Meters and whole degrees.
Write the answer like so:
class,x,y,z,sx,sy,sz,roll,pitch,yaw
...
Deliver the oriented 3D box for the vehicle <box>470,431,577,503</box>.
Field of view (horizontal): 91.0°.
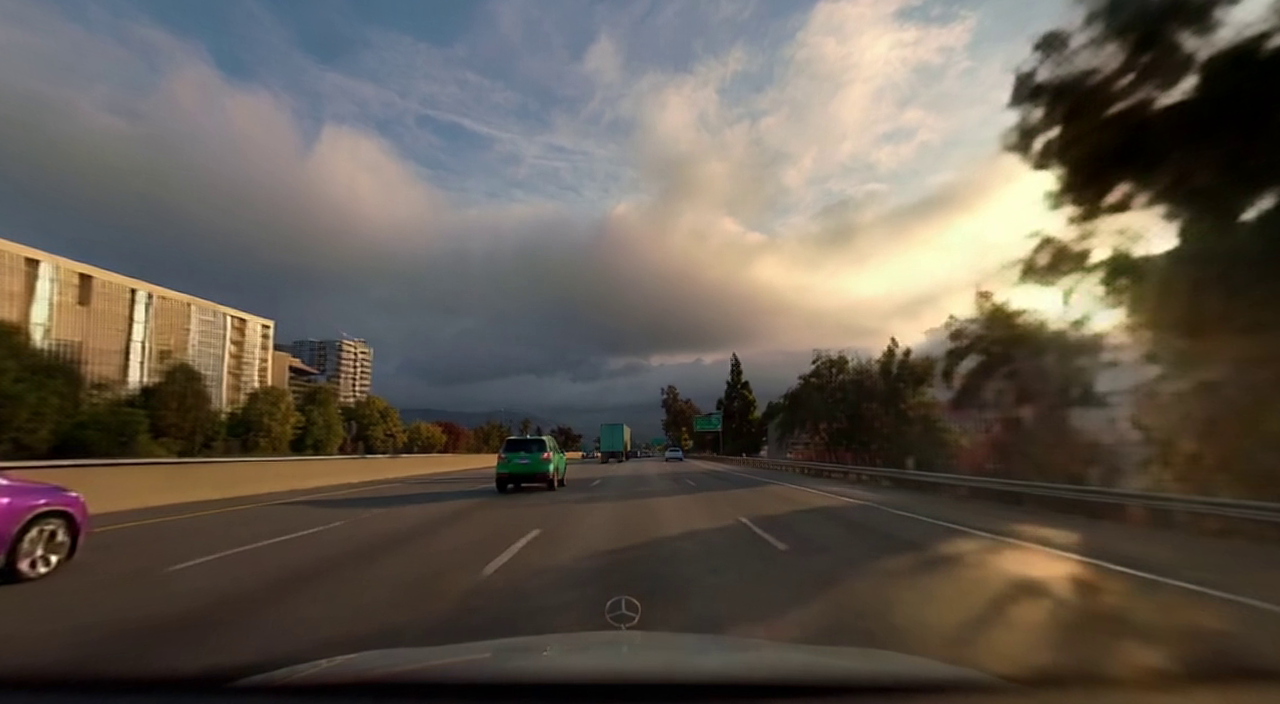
class,x,y,z,sx,sy,sz,roll,pitch,yaw
vehicle,-3.112,3.204,17.887,2.111,1.742,4.315,0,-9,1
